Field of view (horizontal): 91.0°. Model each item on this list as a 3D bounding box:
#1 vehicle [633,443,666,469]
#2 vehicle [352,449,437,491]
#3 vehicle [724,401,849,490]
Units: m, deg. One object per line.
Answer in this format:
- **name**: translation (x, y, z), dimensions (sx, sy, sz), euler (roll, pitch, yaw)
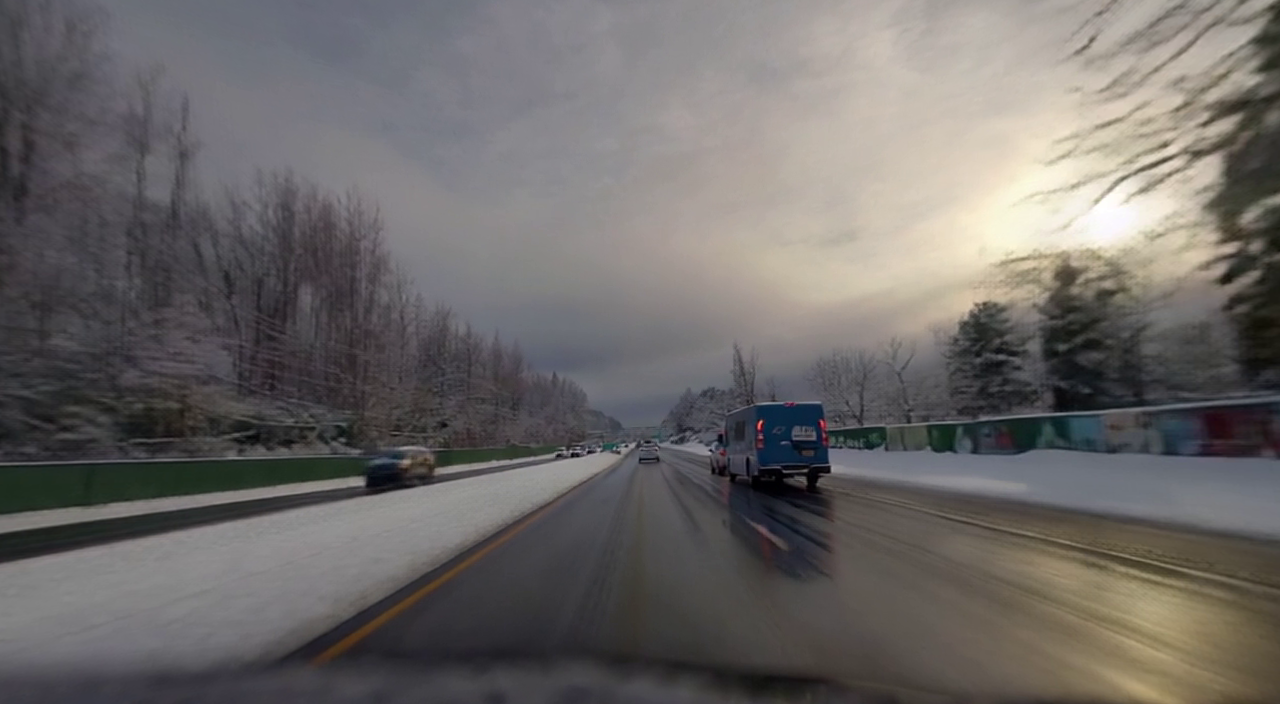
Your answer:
- **vehicle**: translation (0.590, 6.752, 41.123), dimensions (2.030, 1.572, 4.067), euler (0, -8, 0)
- **vehicle**: translation (-10.307, 4.956, 26.820), dimensions (1.953, 1.629, 3.984), euler (0, -8, 1)
- **vehicle**: translation (4.873, 3.336, 22.540), dimensions (2.712, 2.659, 6.992), euler (0, -8, -1)
